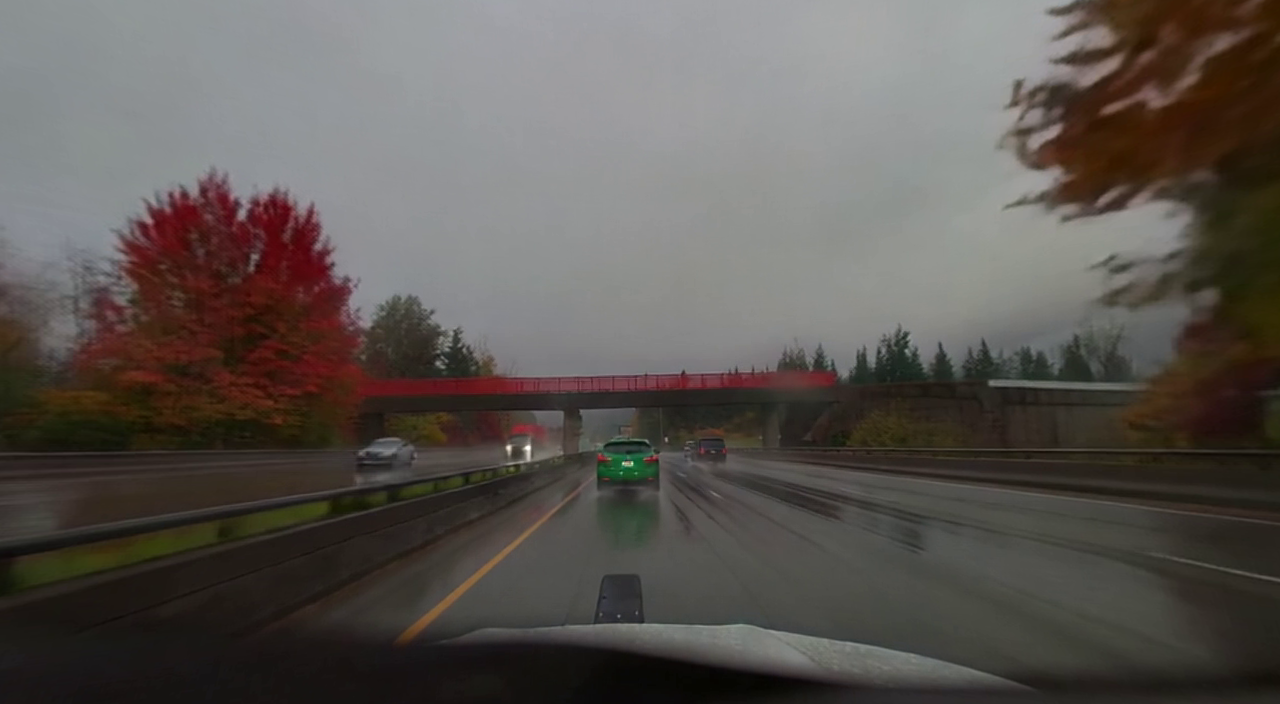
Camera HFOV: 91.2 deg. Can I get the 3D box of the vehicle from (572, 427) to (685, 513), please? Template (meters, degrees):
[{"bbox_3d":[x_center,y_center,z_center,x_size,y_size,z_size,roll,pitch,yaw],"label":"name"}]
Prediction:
[{"bbox_3d":[-0.259,2.680,14.627,2.259,1.699,4.015,0,-9,-1],"label":"vehicle"}]

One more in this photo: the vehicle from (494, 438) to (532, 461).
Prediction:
[{"bbox_3d":[-9.862,7.646,49.036,2.111,1.674,4.548,0,-9,-1],"label":"vehicle"}]

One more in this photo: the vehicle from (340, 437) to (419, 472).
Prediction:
[{"bbox_3d":[-12.308,4.862,29.907,1.938,1.516,4.282,0,-9,0],"label":"vehicle"}]

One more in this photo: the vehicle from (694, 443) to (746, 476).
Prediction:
[{"bbox_3d":[3.868,5.234,30.838,1.894,1.487,3.751,0,-9,-2],"label":"vehicle"}]
